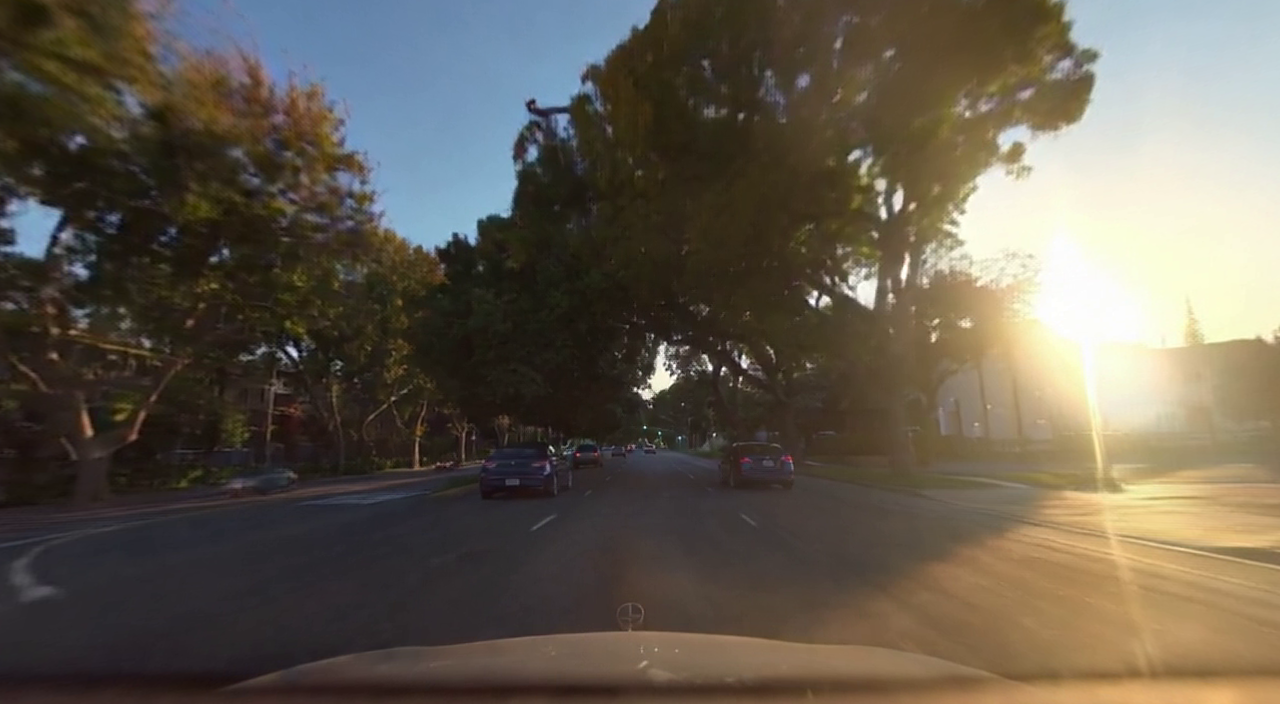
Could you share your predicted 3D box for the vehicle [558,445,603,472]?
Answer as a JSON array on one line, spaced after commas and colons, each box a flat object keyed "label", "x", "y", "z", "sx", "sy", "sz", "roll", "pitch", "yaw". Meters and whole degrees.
[{"label": "vehicle", "x": -3.400, "y": 6.176, "z": 36.839, "sx": 1.988, "sy": 1.497, "sz": 4.404, "roll": 0, "pitch": -9, "yaw": 2}]

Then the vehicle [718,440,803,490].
[{"label": "vehicle", "x": 3.953, "y": 3.794, "z": 21.518, "sx": 2.010, "sy": 1.486, "sz": 4.498, "roll": 0, "pitch": -9, "yaw": 0}]

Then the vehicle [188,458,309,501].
[{"label": "vehicle", "x": -15.591, "y": 5.083, "z": 25.446, "sx": 1.997, "sy": 1.472, "sz": 4.426, "roll": 0, "pitch": -9, "yaw": 1}]

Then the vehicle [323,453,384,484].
[{"label": "vehicle", "x": -22.272, "y": 9.045, "z": 49.201, "sx": 2.523, "sy": 2.213, "sz": 4.637, "roll": 0, "pitch": -9, "yaw": -1}]

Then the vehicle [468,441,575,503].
[{"label": "vehicle", "x": -3.140, "y": 3.276, "z": 17.696, "sx": 2.053, "sy": 1.480, "sz": 4.381, "roll": 0, "pitch": -9, "yaw": 1}]
